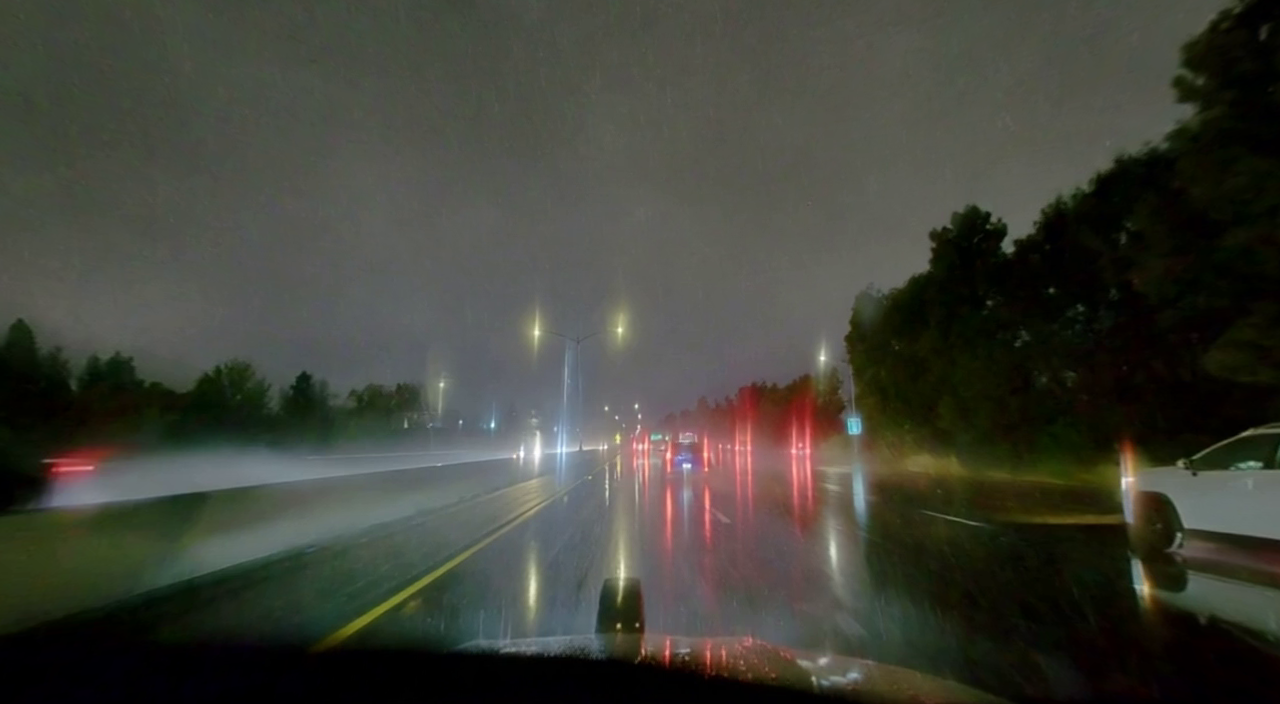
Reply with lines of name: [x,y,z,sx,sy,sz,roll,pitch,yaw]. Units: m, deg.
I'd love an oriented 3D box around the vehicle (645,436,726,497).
vehicle: [1.226,3.345,18.954,1.864,1.566,4.446,0,-8,-3]

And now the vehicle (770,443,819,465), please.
vehicle: [10.751,7.095,44.242,2.087,1.442,4.834,0,-9,-1]

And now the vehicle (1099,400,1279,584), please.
vehicle: [6.907,1.273,5.731,2.027,1.679,4.543,0,-9,0]
